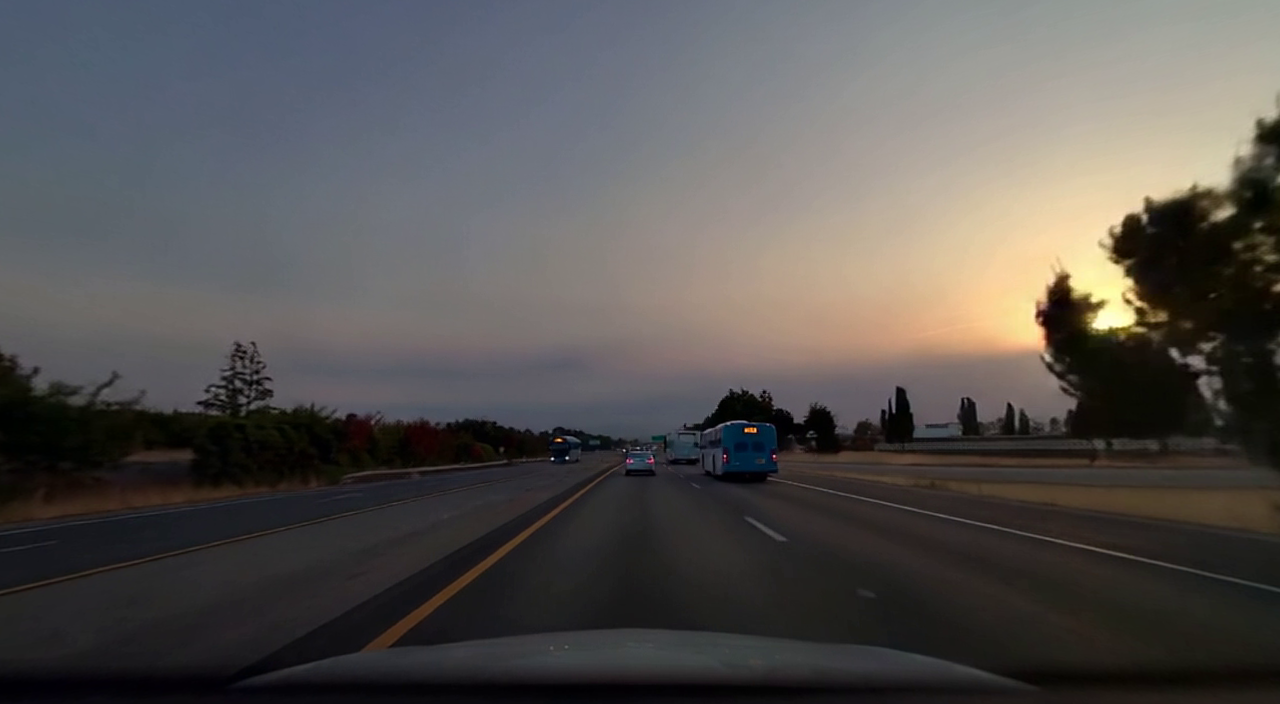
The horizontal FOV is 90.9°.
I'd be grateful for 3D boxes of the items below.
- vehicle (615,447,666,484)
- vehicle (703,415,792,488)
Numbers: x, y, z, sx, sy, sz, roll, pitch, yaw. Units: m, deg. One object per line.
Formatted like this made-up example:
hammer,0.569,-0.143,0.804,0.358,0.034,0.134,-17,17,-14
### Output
vehicle,-0.016,4.750,26.598,2.004,1.449,3.817,0,-9,-1
vehicle,4.100,4.000,25.347,2.440,2.555,5.957,0,-9,-1
